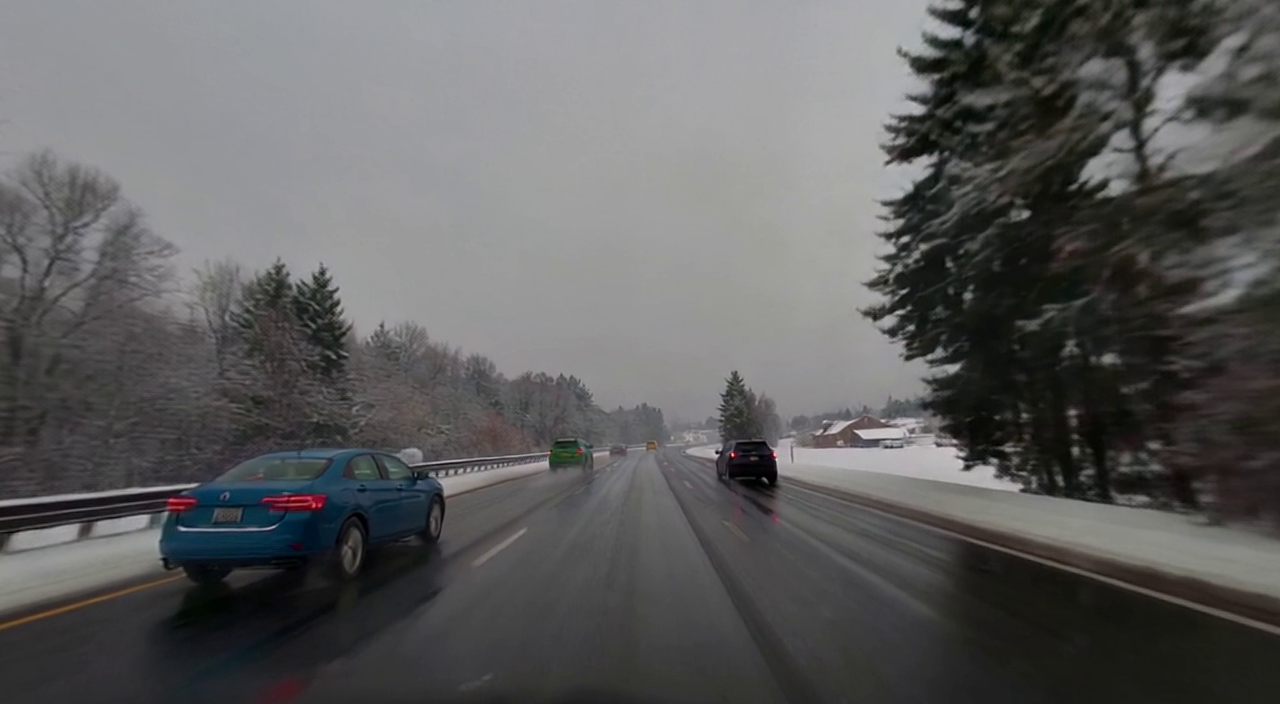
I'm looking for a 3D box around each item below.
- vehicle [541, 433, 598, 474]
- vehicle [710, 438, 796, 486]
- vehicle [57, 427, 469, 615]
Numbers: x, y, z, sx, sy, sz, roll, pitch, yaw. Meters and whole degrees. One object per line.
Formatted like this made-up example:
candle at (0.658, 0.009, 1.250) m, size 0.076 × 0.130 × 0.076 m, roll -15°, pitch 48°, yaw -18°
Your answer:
vehicle at (-3.369, 4.982, 31.079) m, size 2.122 × 1.847 × 4.696 m, roll 0°, pitch -8°, yaw 2°
vehicle at (3.751, 3.761, 21.841) m, size 2.100 × 1.472 × 4.533 m, roll 0°, pitch -8°, yaw -1°
vehicle at (-3.625, 1.677, 7.308) m, size 1.948 × 1.475 × 4.461 m, roll 0°, pitch -8°, yaw 1°
